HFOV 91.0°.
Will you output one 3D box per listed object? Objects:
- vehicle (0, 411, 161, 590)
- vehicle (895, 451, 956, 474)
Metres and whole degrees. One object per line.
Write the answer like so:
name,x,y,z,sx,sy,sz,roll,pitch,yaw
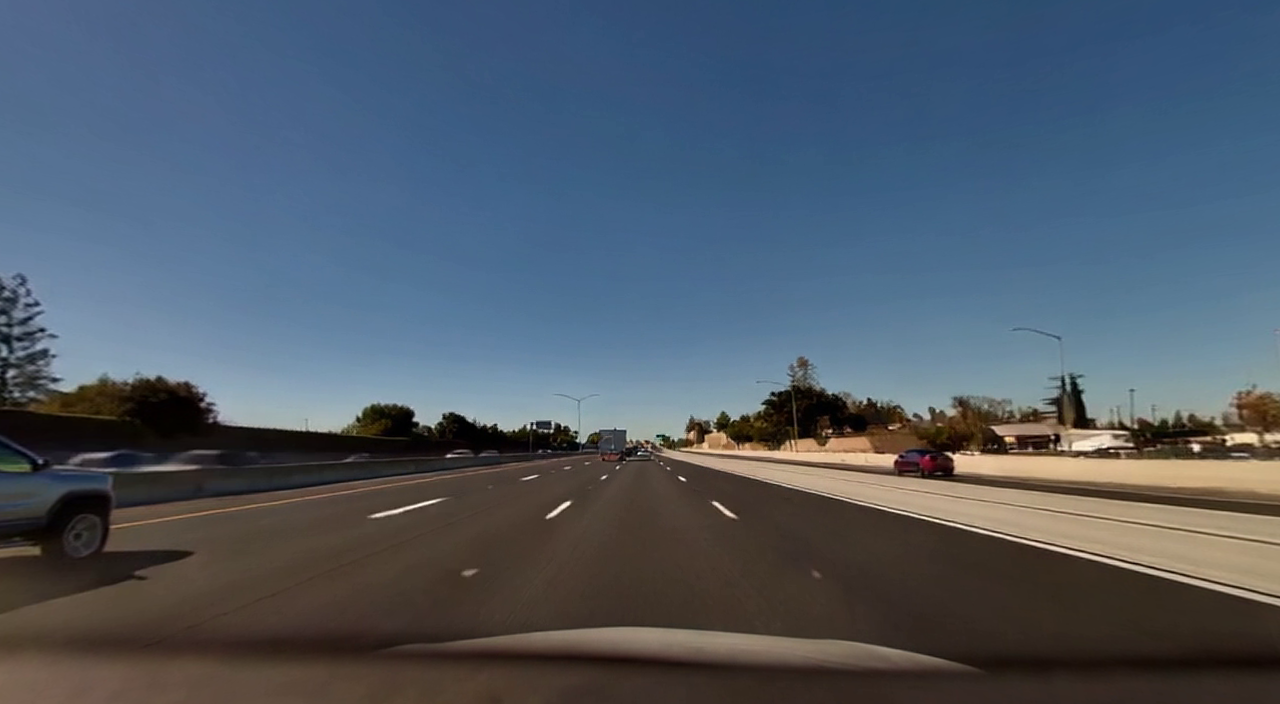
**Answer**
vehicle,-7.347,1.385,5.727,2.168,1.729,4.724,0,-9,1
vehicle,19.076,7.388,42.263,1.912,1.450,4.581,0,-9,0
